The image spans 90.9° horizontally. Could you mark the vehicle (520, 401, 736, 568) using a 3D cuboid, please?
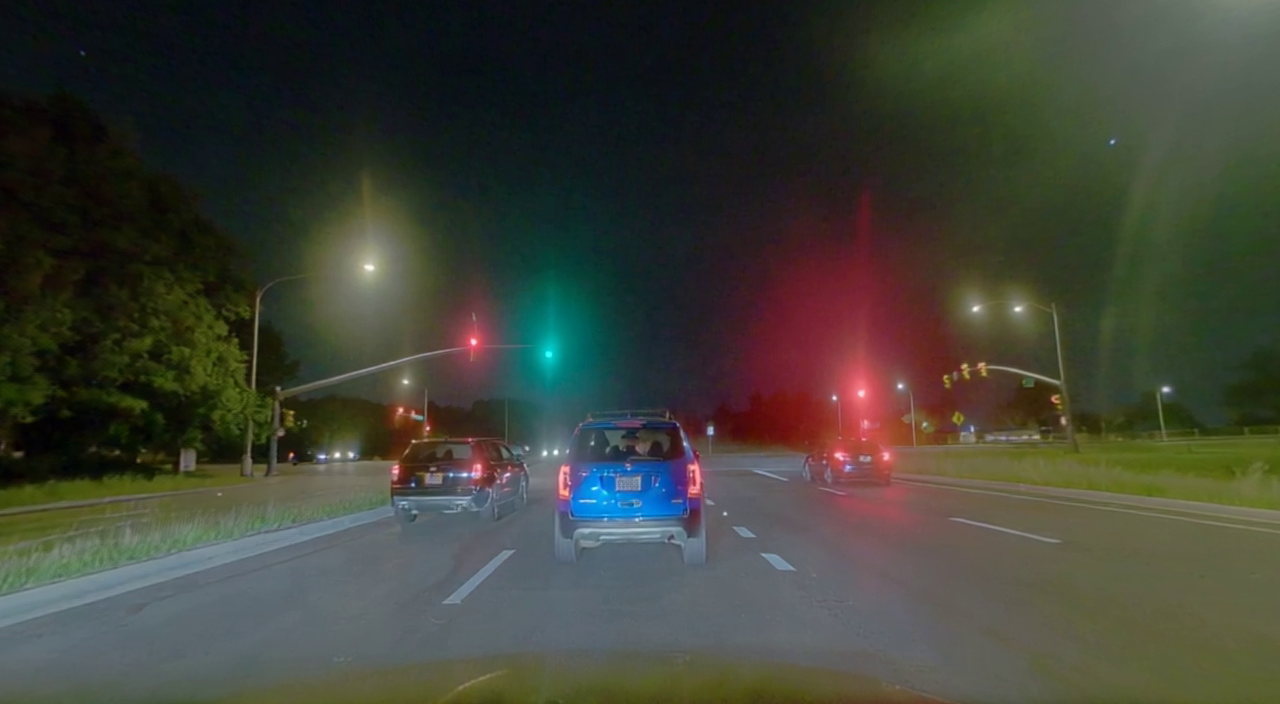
[{"bbox_3d":[-0.126,1.719,8.869,2.298,1.770,4.138,0,-8,0],"label":"vehicle"}]

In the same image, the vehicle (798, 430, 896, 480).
[{"bbox_3d":[8.034,4.045,25.043,2.166,1.761,4.692,0,-8,-1],"label":"vehicle"}]

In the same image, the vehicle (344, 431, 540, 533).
[{"bbox_3d":[-3.366,2.325,12.039,2.061,1.504,5.142,0,-8,0],"label":"vehicle"}]
